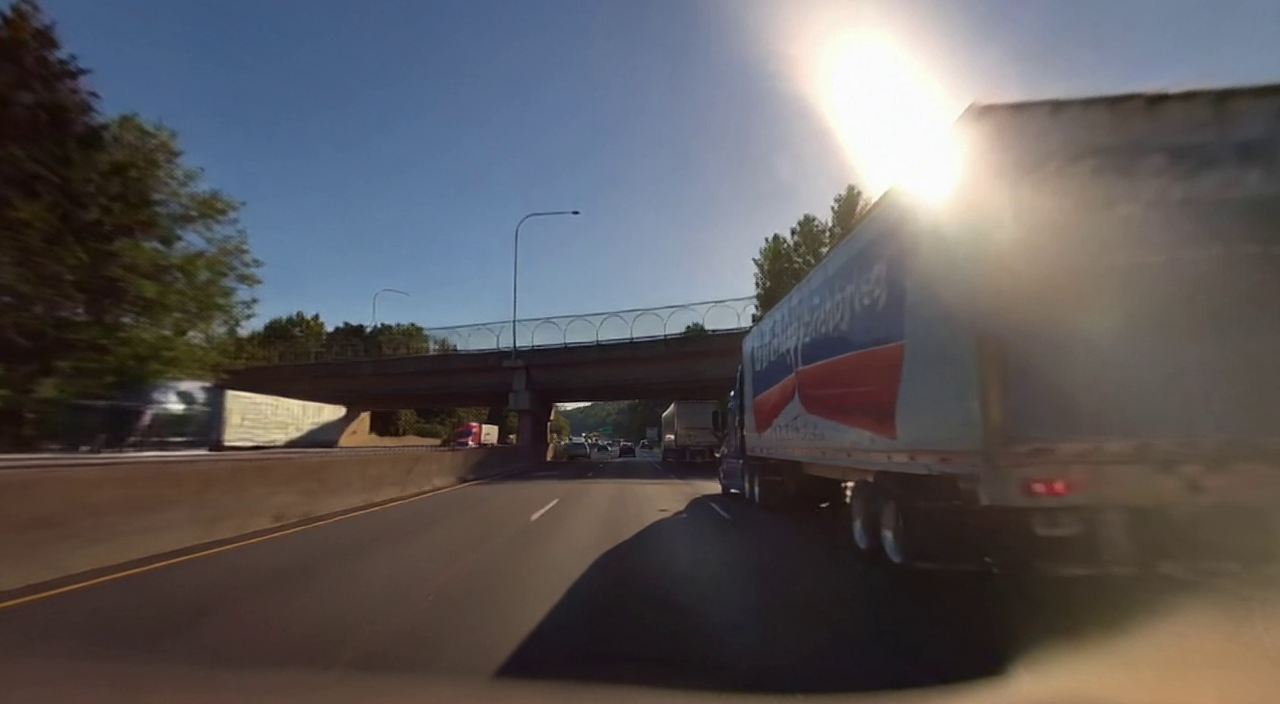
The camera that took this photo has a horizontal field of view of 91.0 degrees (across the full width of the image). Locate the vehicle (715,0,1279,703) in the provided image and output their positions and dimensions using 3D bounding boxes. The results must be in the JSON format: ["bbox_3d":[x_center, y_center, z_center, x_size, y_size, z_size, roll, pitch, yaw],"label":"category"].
[{"bbox_3d":[3.669,0.621,9.550,3.116,3.992,13.748,0,-8,-1],"label":"vehicle"}]

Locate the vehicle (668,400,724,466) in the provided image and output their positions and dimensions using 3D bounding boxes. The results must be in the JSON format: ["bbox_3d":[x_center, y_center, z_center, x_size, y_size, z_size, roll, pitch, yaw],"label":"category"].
[{"bbox_3d":[3.679,5.758,43.715,3.085,4.062,8.965,0,-9,0],"label":"vehicle"}]

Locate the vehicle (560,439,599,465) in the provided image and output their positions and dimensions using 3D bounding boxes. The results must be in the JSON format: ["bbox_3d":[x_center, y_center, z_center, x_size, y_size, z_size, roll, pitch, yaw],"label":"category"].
[{"bbox_3d":[-3.938,6.631,41.874,2.206,1.644,4.027,0,-8,0],"label":"vehicle"}]

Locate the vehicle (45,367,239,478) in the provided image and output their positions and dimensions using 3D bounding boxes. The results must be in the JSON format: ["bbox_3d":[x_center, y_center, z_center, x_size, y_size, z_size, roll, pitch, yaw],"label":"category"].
[{"bbox_3d":[-20.358,3.036,26.337,3.025,4.066,6.003,0,-8,-1],"label":"vehicle"}]
